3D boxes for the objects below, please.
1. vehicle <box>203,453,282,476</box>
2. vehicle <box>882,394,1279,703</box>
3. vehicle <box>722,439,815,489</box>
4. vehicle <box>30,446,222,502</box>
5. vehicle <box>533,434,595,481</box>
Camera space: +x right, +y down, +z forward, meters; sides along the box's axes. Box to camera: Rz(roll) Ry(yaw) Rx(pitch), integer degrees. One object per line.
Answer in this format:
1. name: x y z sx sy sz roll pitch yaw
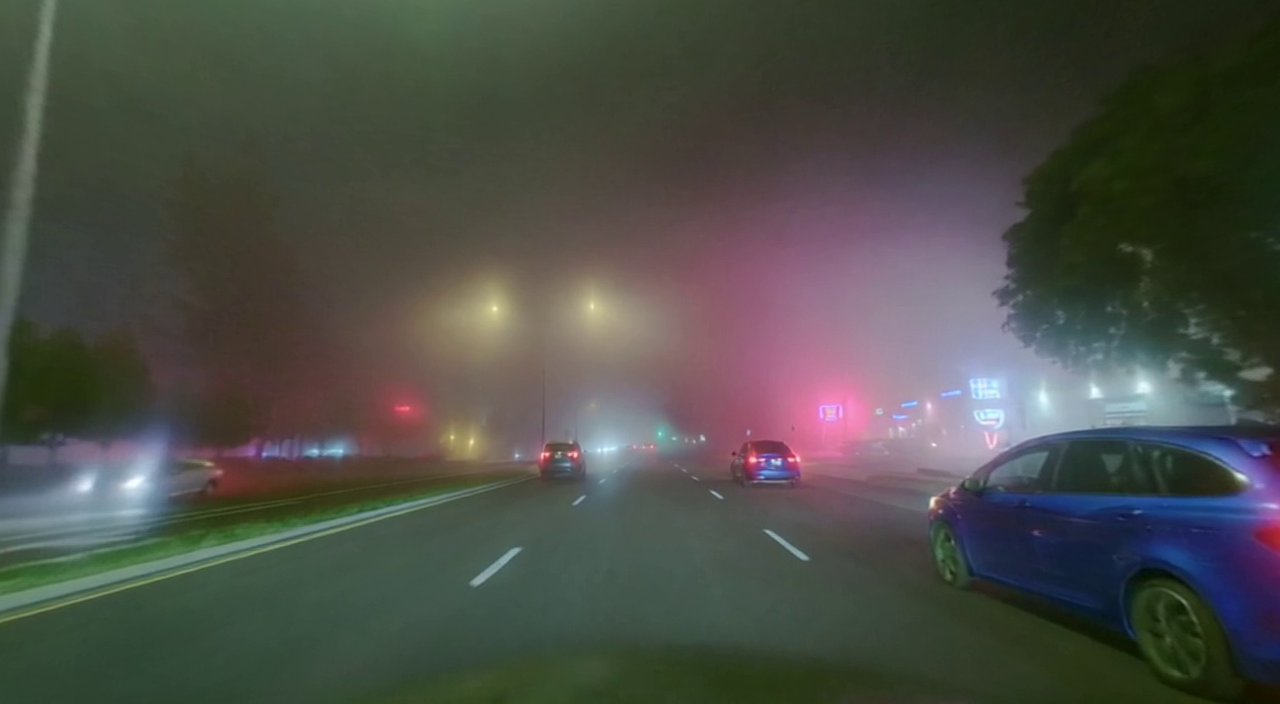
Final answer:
1. vehicle: -30.396 8.592 48.339 1.998 1.623 4.681 -4 -9 23
2. vehicle: 3.527 1.164 4.175 1.976 1.491 4.714 0 -8 0
3. vehicle: 4.131 3.672 21.102 2.036 1.480 4.659 0 -8 -1
4. vehicle: -19.508 4.612 24.468 2.501 1.862 5.754 -1 -8 2
5. vehicle: -3.000 4.282 25.797 1.981 1.731 4.360 0 -8 1
